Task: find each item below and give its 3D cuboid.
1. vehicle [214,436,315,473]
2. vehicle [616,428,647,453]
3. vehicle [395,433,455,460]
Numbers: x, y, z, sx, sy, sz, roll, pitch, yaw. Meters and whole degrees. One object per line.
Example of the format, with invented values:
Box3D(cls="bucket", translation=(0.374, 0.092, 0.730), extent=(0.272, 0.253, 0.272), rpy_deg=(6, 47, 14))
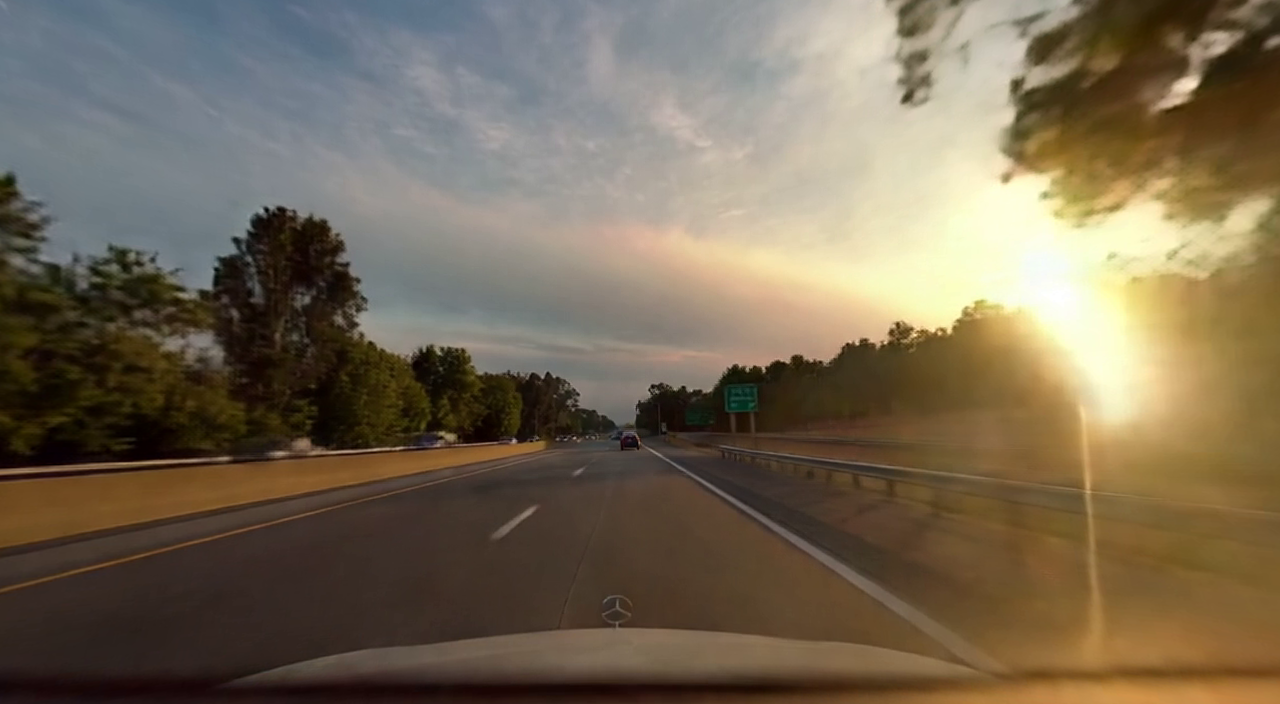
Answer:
Box3D(cls="vehicle", translation=(-17.174, 4.675, 29.098), extent=(1.897, 1.575, 4.535), rpy_deg=(0, -8, -1))
Box3D(cls="vehicle", translation=(-0.682, 6.999, 49.921), extent=(2.295, 1.861, 4.564), rpy_deg=(0, -8, -1))
Box3D(cls="vehicle", translation=(-12.397, 5.462, 36.609), extent=(1.993, 1.508, 4.223), rpy_deg=(0, -8, -1))
